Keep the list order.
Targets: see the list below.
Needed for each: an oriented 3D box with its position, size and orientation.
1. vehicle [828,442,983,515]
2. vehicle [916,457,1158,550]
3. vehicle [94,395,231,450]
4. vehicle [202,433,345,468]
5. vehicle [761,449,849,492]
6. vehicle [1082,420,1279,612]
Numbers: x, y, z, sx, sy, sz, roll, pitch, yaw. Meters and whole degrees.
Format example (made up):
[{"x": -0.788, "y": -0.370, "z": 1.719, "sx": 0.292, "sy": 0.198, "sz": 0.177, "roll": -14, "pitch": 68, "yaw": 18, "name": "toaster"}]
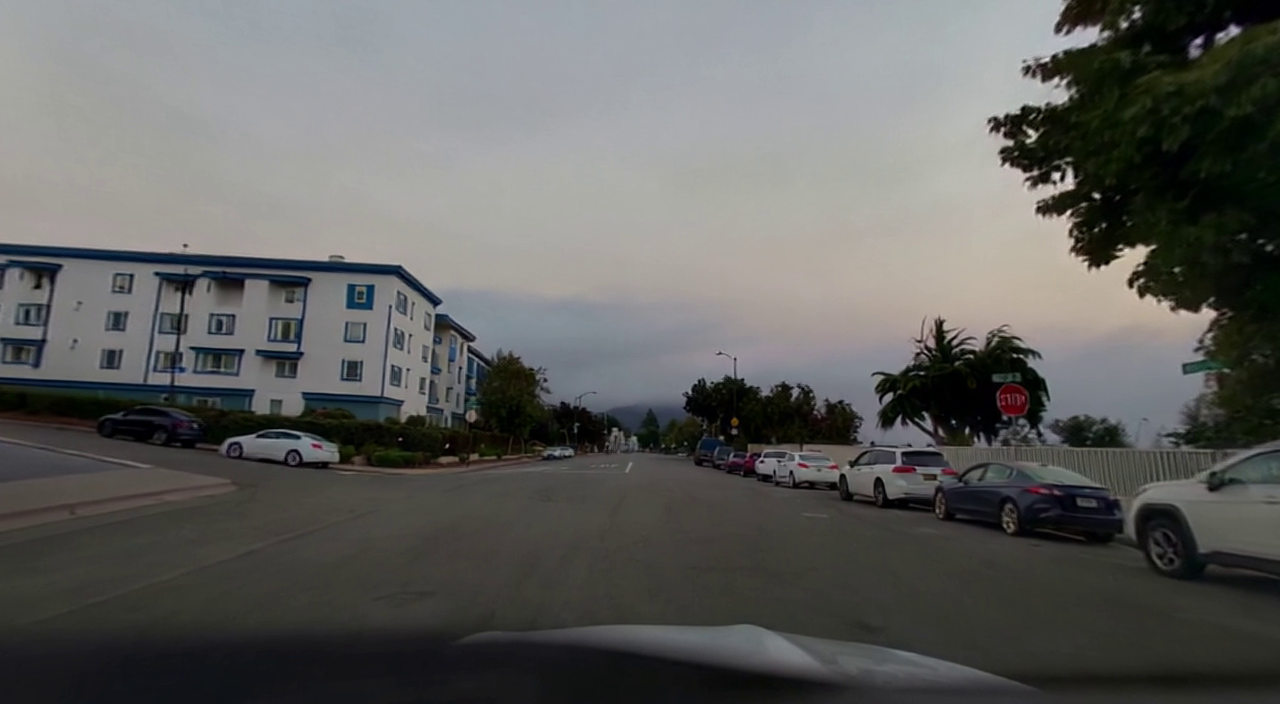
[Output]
[{"x": 7.069, "y": 3.378, "z": 17.536, "sx": 1.917, "sy": 1.704, "sz": 4.840, "roll": 0, "pitch": -8, "yaw": -4, "name": "vehicle"}, {"x": 7.193, "y": 2.743, "z": 12.093, "sx": 1.900, "sy": 1.368, "sz": 4.176, "roll": 0, "pitch": -8, "yaw": 0, "name": "vehicle"}, {"x": -19.967, "y": 2.954, "z": 26.451, "sx": 4.598, "sy": 1.645, "sz": 2.019, "roll": 5, "pitch": -7, "yaw": 17, "name": "vehicle"}, {"x": -14.842, "y": 4.022, "z": 25.843, "sx": 4.603, "sy": 1.335, "sz": 1.889, "roll": 1, "pitch": -9, "yaw": -11, "name": "vehicle"}, {"x": 6.654, "y": 4.806, "z": 26.116, "sx": 2.122, "sy": 1.554, "sz": 4.777, "roll": 0, "pitch": -8, "yaw": -3, "name": "vehicle"}, {"x": 7.116, "y": 1.544, "z": 5.949, "sx": 2.181, "sy": 1.792, "sz": 5.066, "roll": 0, "pitch": -8, "yaw": 0, "name": "vehicle"}]
